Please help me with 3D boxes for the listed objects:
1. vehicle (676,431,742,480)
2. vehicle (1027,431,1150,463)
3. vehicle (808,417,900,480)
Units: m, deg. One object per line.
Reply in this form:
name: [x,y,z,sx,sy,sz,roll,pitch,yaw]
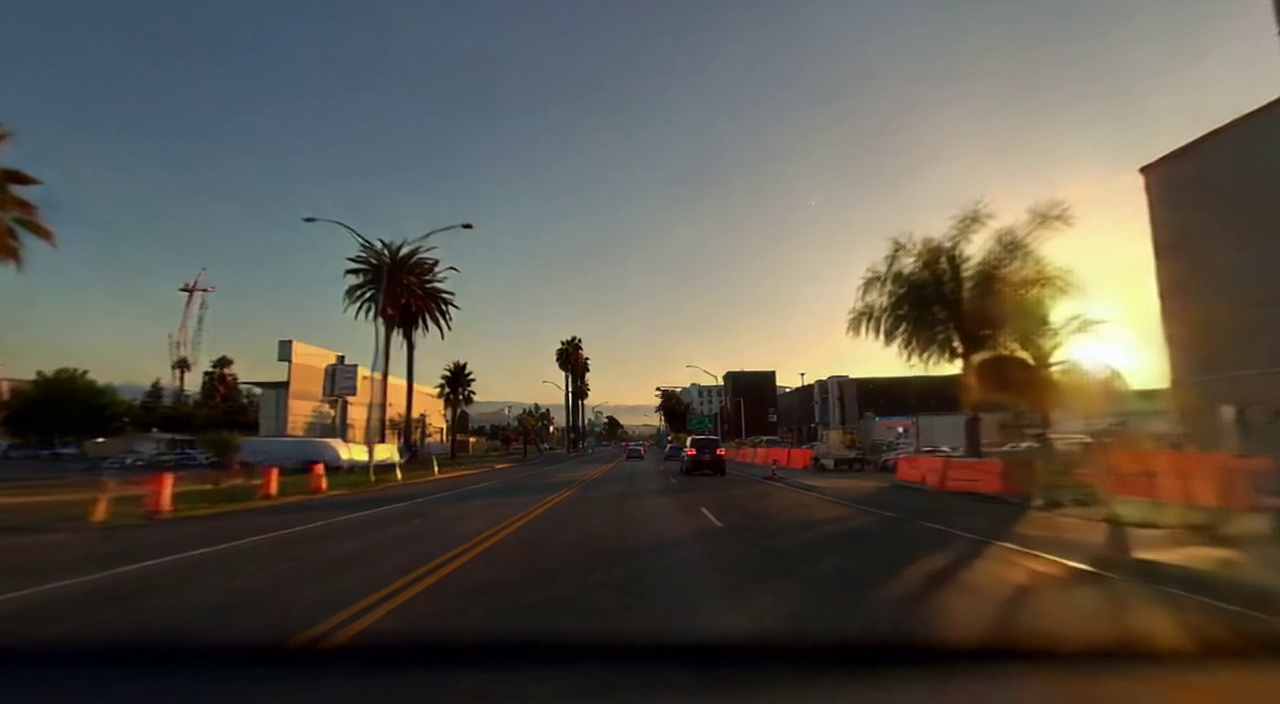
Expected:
vehicle: [2.974,4.644,28.446,2.386,1.970,5.665,0,-8,0]
vehicle: [30.481,6.452,42.821,6.580,2.031,2.456,1,-8,-3]
vehicle: [11.105,4.970,32.438,2.609,2.976,4.867,-8,-11,42]
